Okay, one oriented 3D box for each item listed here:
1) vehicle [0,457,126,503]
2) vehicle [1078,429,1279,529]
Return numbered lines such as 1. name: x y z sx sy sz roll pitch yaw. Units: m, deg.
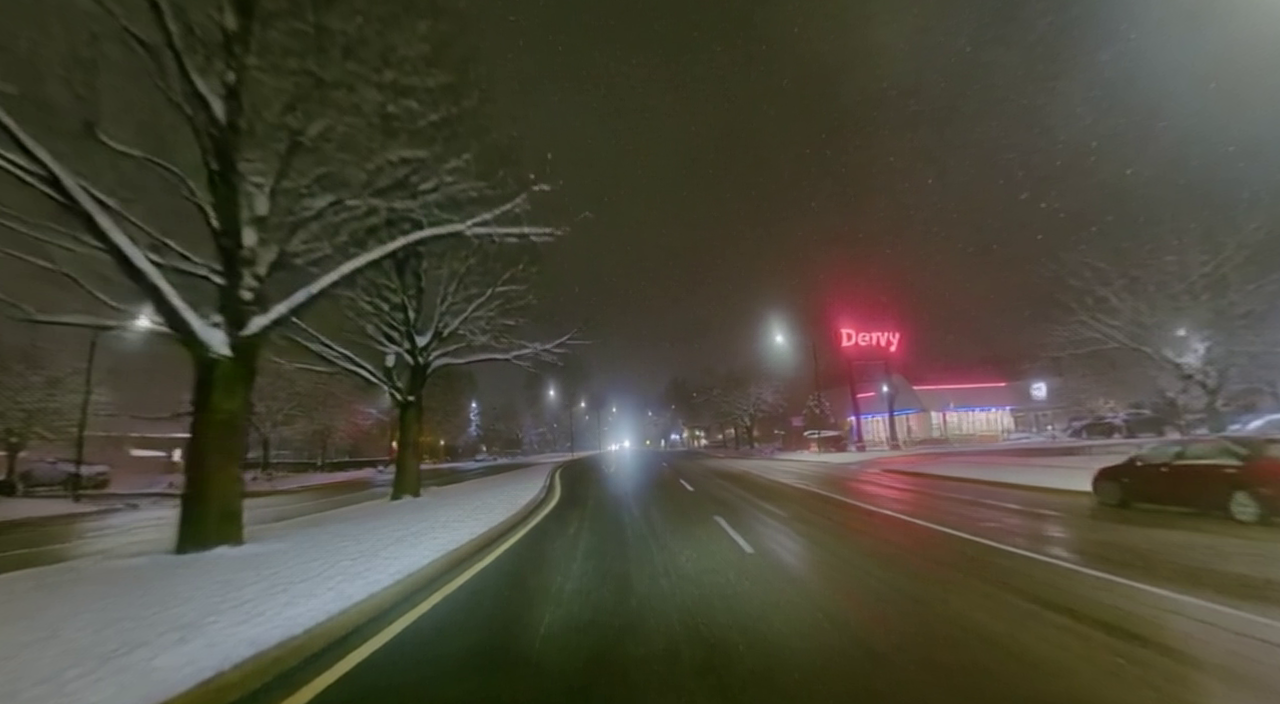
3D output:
1. vehicle: -30.266 6.441 32.414 2.326 1.944 6.466 1 -8 0
2. vehicle: 10.329 2.110 10.960 2.034 1.437 4.728 0 -9 -1
